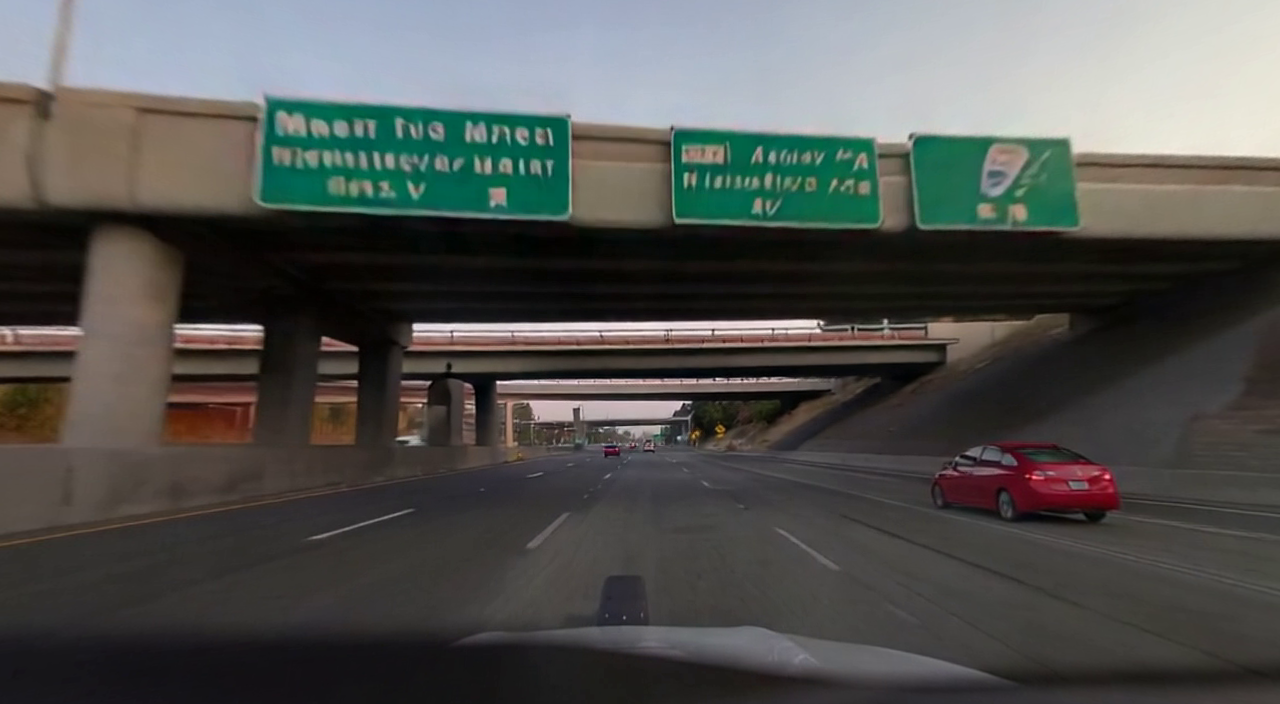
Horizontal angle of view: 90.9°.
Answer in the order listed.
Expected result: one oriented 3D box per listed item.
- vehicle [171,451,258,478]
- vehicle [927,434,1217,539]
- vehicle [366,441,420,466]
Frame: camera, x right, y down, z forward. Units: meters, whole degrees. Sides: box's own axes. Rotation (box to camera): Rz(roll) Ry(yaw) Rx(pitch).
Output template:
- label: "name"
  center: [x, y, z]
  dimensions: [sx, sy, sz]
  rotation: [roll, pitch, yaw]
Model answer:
- label: "vehicle"
  center: [-24.654, 6.501, 36.749]
  dimensions: [1.834, 1.450, 4.501]
  rotation: [0, -8, 1]
- label: "vehicle"
  center: [7.173, 2.244, 11.264]
  dimensions: [1.914, 1.465, 4.574]
  rotation: [0, -8, 0]
- label: "vehicle"
  center: [-17.824, 7.367, 45.774]
  dimensions: [1.961, 1.700, 4.758]
  rotation: [0, -8, 0]
